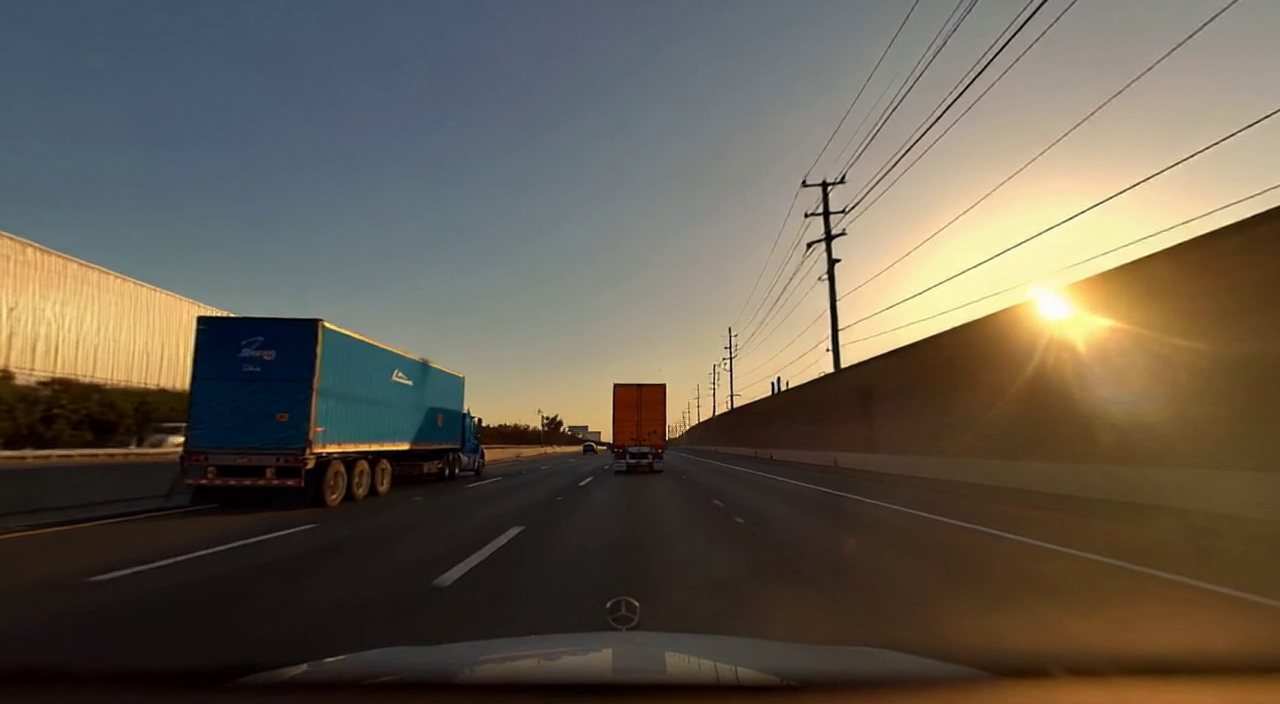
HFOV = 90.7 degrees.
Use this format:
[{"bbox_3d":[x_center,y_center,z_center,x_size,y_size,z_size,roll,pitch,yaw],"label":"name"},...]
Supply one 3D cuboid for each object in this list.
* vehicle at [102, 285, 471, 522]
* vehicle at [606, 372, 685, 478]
[{"bbox_3d":[-7.371,1.620,16.192,2.937,3.981,11.119,-1,-8,0],"label":"vehicle"},{"bbox_3d":[0.120,3.407,28.247,2.858,3.847,10.034,0,-8,-1],"label":"vehicle"}]
